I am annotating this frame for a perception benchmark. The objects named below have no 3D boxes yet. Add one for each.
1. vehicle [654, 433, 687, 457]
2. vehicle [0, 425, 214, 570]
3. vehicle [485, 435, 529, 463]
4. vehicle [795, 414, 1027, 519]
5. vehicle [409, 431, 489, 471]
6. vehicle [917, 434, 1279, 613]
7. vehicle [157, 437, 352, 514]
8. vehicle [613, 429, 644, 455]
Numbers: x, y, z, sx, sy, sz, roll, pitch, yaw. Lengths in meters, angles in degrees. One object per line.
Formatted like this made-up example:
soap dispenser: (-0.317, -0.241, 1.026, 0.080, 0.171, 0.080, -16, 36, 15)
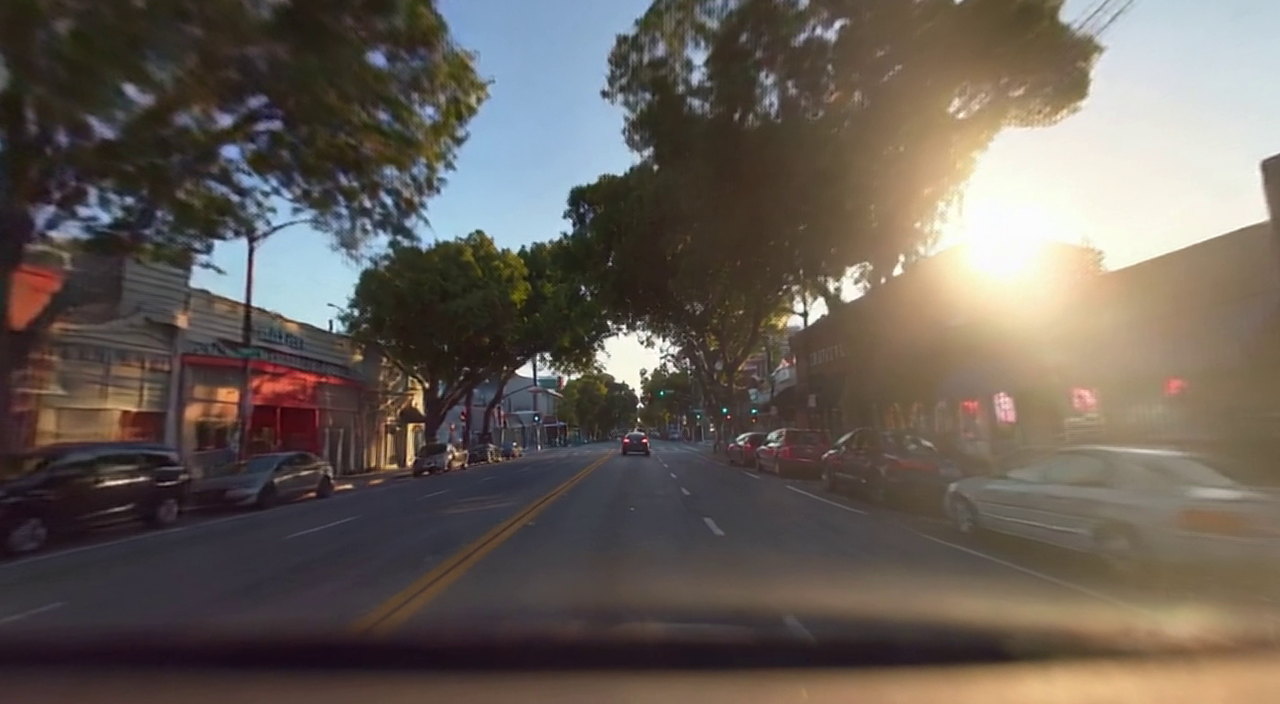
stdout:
vehicle: (2.049, 6.398, 43.662, 1.998, 1.580, 4.015, 0, -8, -1)
vehicle: (-10.077, 2.350, 11.084, 2.020, 2.013, 4.758, 0, -8, -3)
vehicle: (-10.046, 7.388, 48.221, 2.048, 1.985, 6.011, 0, -8, 0)
vehicle: (5.564, 2.442, 14.279, 2.293, 1.830, 6.070, 0, -8, -3)
vehicle: (-9.678, 5.081, 32.634, 2.305, 1.883, 5.580, 0, -8, 1)
vehicle: (5.588, 1.762, 7.818, 2.089, 1.459, 4.930, 0, -7, 0)
vehicle: (-10.105, 3.214, 17.318, 1.988, 1.718, 5.661, 0, -8, -2)
vehicle: (-0.855, 6.867, 48.295, 2.301, 1.854, 4.919, 0, -8, -1)
